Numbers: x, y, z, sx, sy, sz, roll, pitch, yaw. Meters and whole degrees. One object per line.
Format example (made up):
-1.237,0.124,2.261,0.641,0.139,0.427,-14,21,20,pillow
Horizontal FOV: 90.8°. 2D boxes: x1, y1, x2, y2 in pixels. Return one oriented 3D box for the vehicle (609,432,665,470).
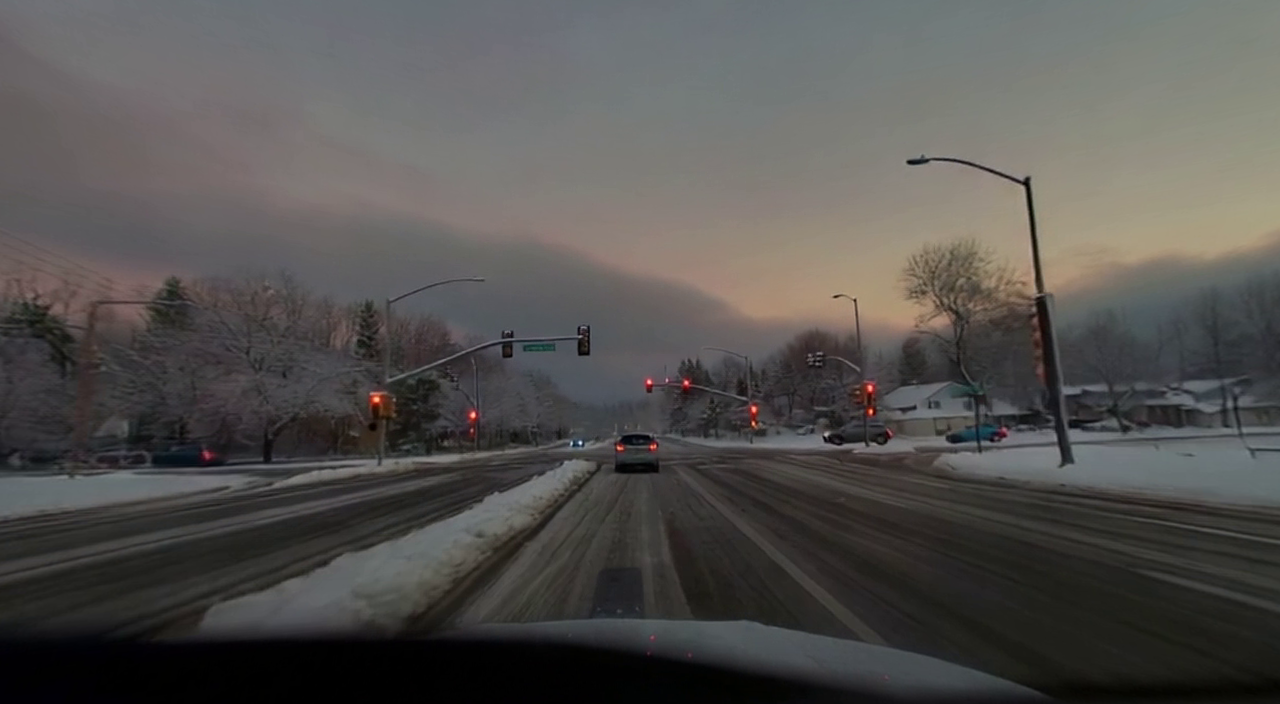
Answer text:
-0.050,4.477,28.780,2.074,1.570,3.647,0,-8,7,vehicle
